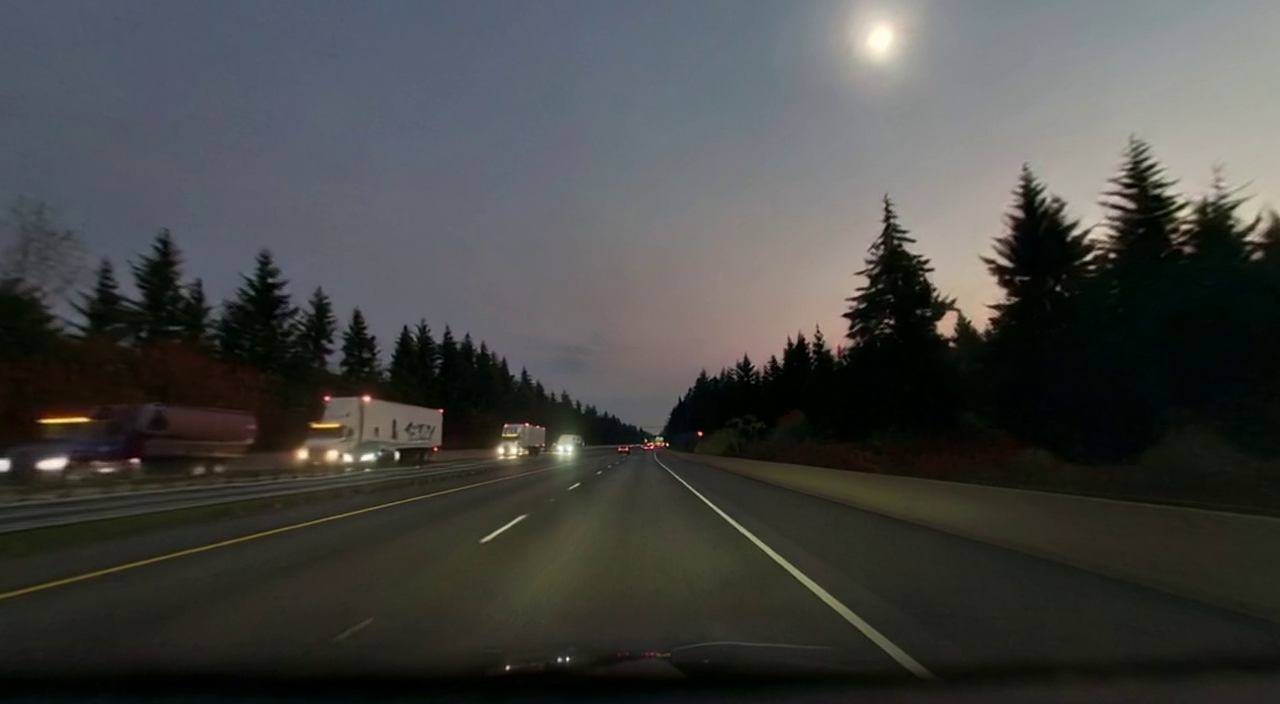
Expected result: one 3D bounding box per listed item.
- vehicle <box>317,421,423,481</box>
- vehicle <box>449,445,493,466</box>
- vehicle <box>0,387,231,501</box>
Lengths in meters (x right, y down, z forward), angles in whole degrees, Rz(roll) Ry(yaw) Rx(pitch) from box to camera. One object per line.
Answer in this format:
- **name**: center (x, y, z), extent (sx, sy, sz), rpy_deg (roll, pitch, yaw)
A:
- **vehicle**: center (-11.855, 4.407, 28.175), extent (2.308, 2.426, 5.240), rpy_deg (0, -9, 1)
- **vehicle**: center (-12.123, 7.473, 45.550), extent (1.868, 1.426, 4.479), rpy_deg (0, -9, 1)
- **vehicle**: center (-16.972, 2.921, 19.916), extent (2.790, 2.882, 7.737), rpy_deg (0, -9, 0)
